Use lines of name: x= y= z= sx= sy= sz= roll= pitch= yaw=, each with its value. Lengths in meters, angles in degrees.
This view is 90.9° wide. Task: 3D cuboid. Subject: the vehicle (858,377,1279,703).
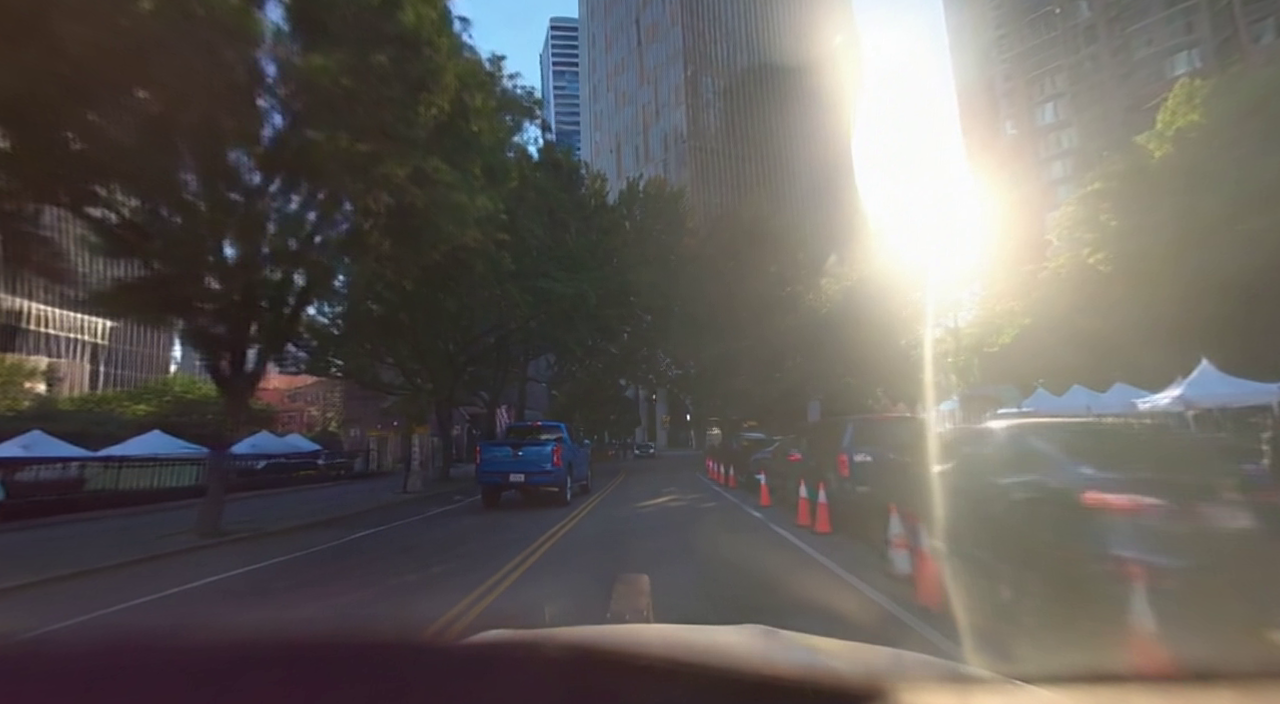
vehicle: x=3.336 y=1.211 z=5.054 sx=2.023 sy=1.607 sz=4.225 roll=-1 pitch=-8 yaw=6

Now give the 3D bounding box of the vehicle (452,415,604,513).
vehicle: x=-2.443 y=2.676 z=15.693 sx=2.452 sy=1.954 sz=5.653 roll=-1 pitch=-8 yaw=3
